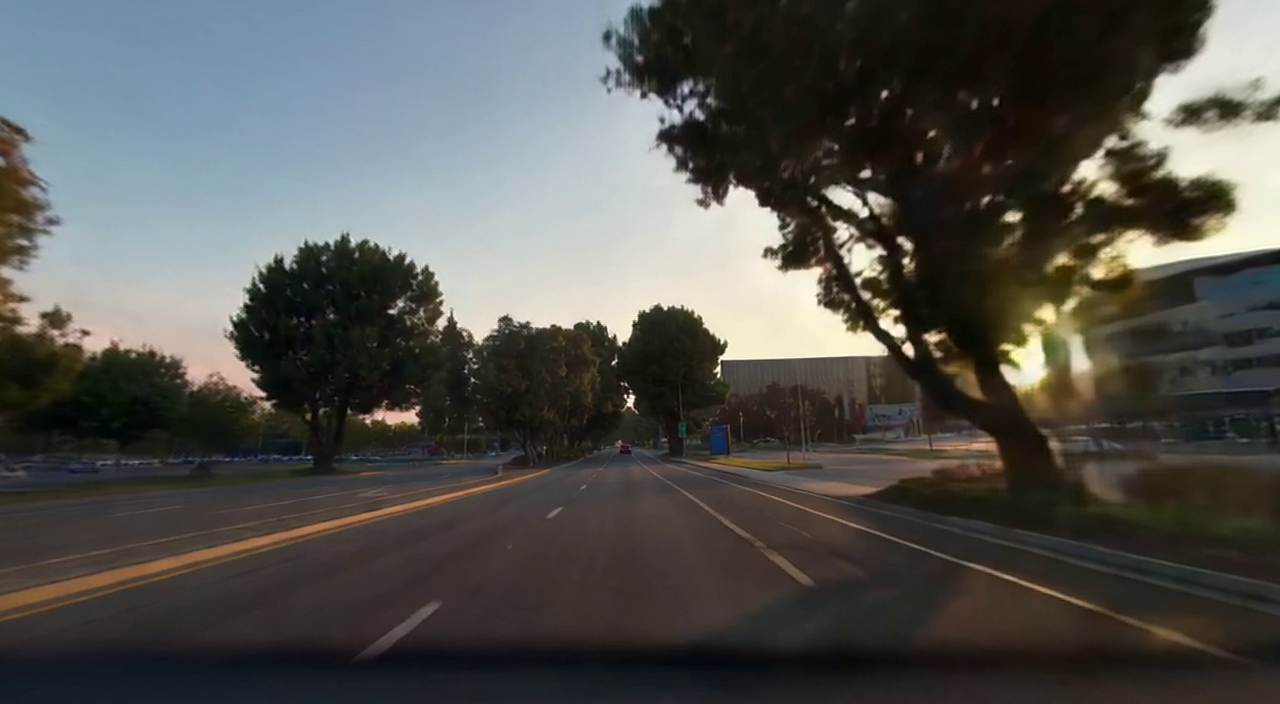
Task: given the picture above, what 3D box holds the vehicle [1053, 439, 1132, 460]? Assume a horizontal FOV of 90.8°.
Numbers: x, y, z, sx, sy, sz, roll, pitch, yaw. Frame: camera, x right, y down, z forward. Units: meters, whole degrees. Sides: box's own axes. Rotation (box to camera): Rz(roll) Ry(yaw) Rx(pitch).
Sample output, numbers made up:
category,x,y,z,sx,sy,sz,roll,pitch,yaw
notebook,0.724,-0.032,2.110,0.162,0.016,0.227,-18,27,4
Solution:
category,x,y,z,sx,sy,sz,roll,pitch,yaw
vehicle,32.688,7.023,45.677,4.210,1.450,1.885,0,-8,0
